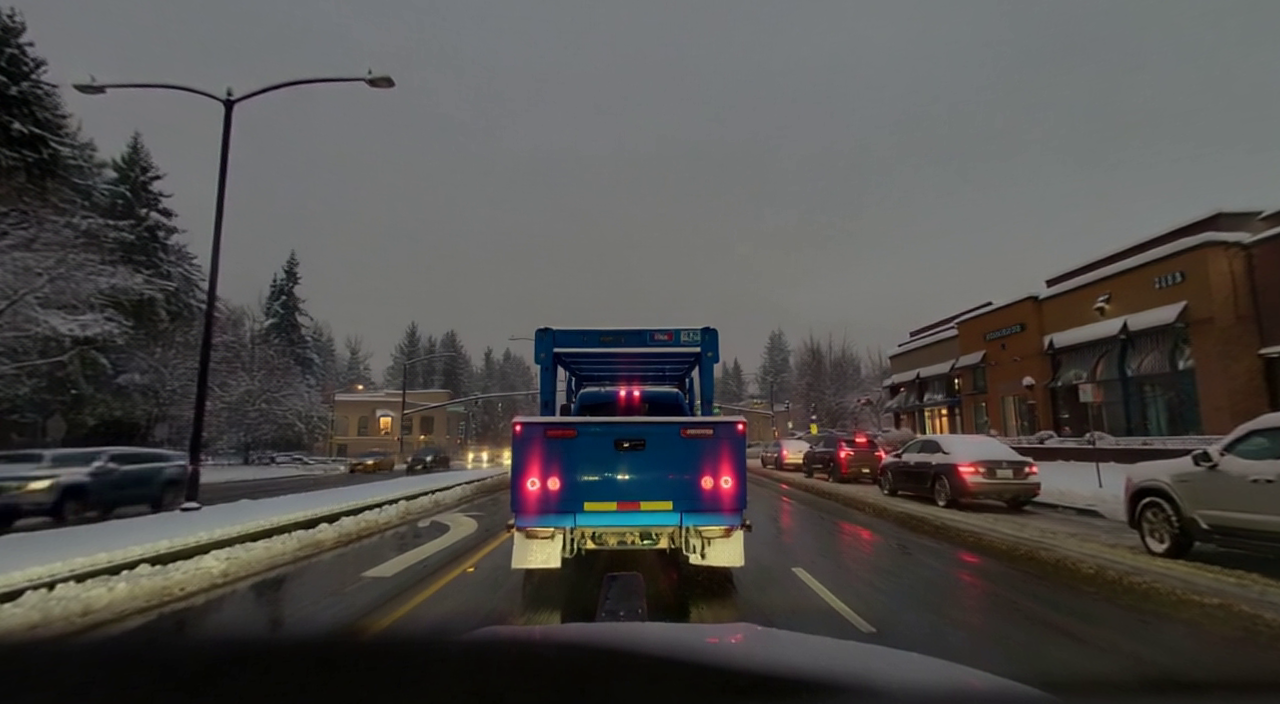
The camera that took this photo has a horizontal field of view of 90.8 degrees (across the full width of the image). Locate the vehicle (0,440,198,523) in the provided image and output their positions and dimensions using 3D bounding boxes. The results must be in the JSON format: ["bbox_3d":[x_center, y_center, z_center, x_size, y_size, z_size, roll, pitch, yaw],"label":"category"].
[{"bbox_3d":[-11.985,2.752,13.914,1.781,1.558,3.688,0,-9,0],"label":"vehicle"}]

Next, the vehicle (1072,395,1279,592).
[{"bbox_3d":[6.822,1.342,6.128,2.023,1.771,4.488,0,-9,0],"label":"vehicle"}]

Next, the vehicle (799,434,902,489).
[{"bbox_3d":[7.073,3.722,21.787,1.953,1.665,4.327,0,-9,-2],"label":"vehicle"}]

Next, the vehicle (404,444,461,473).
[{"bbox_3d":[-12.515,6.423,38.366,1.928,1.591,4.509,0,-9,0],"label":"vehicle"}]

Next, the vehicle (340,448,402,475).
[{"bbox_3d":[-16.044,6.530,37.888,1.805,1.466,4.341,0,-9,0],"label":"vehicle"}]

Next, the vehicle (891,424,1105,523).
[{"bbox_3d":[7.069,2.436,13.149,1.931,1.692,4.267,0,-9,0],"label":"vehicle"}]

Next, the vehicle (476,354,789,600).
[{"bbox_3d":[-0.106,1.490,8.387,2.682,2.117,5.706,0,-9,-1],"label":"vehicle"}]
